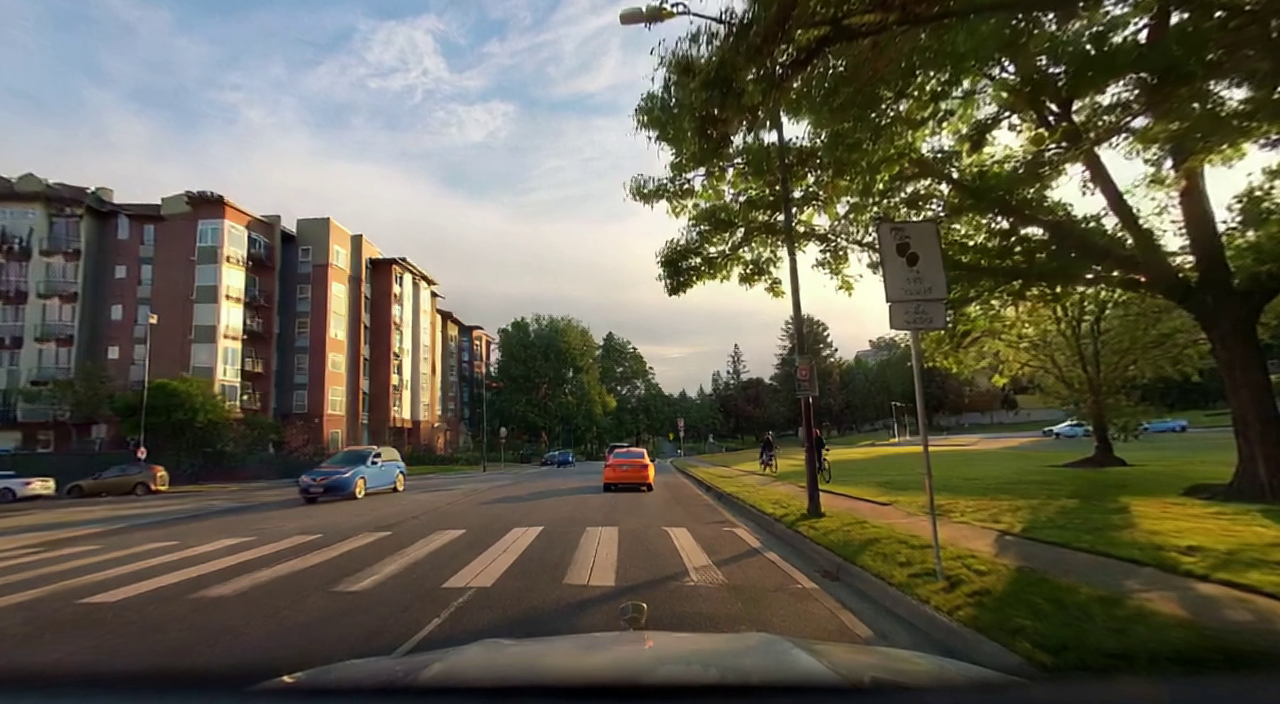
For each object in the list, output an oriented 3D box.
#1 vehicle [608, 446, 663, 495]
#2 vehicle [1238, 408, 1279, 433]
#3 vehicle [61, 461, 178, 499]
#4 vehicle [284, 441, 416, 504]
[{"bbox_3d":[-0.162,3.717,19.639,1.559,1.351,2.452,-2,-12,-2],"label":"vehicle"},{"bbox_3d":[49.709,5.386,49.117,4.639,1.752,2.158,3,-9,-15],"label":"vehicle"},{"bbox_3d":[-25.568,6.223,31.058,2.038,1.618,4.086,-9,-12,43],"label":"vehicle"},{"bbox_3d":[-9.106,3.799,20.279,2.126,1.780,4.279,-1,-9,1],"label":"vehicle"}]
